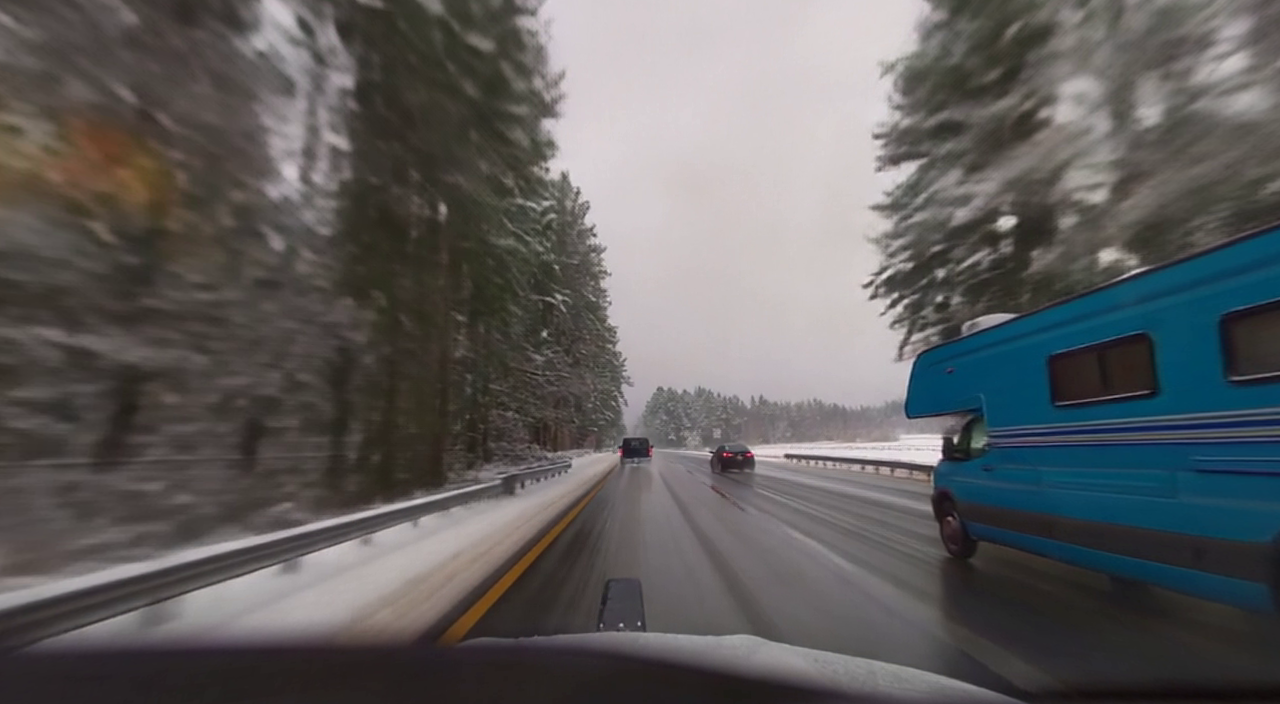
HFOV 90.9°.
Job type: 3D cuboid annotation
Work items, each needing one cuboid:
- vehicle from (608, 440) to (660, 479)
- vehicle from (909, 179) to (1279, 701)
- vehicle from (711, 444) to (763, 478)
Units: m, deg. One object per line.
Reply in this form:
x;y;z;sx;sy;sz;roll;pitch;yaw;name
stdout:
-0.259;4.703;27.728;2.120;1.575;4.018;0;-9;0;vehicle
4.879;0.660;4.546;2.745;2.832;7.035;1;-9;0;vehicle
4.317;4.900;28.504;1.757;1.459;3.398;0;-9;-1;vehicle
